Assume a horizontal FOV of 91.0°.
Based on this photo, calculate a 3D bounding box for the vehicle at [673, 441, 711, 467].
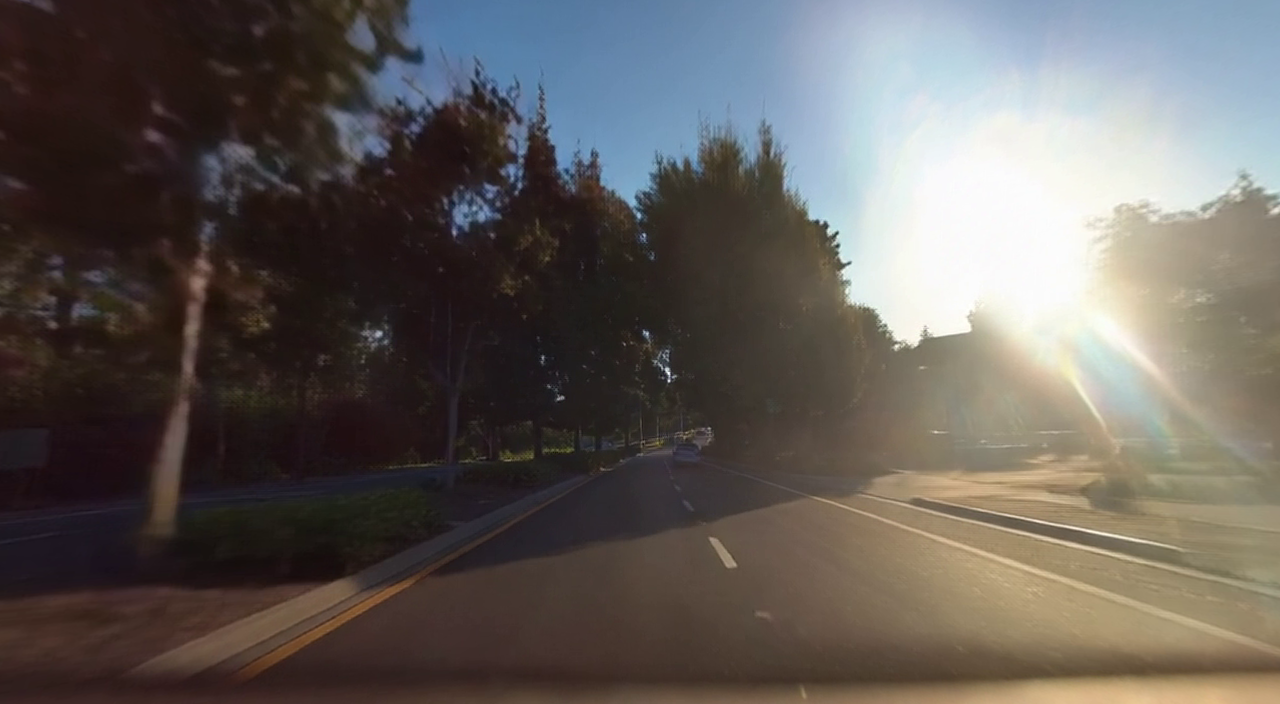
[{"bbox_3d":[3.212,6.484,40.037,2.044,1.537,4.528,0,-8,0],"label":"vehicle"}]
